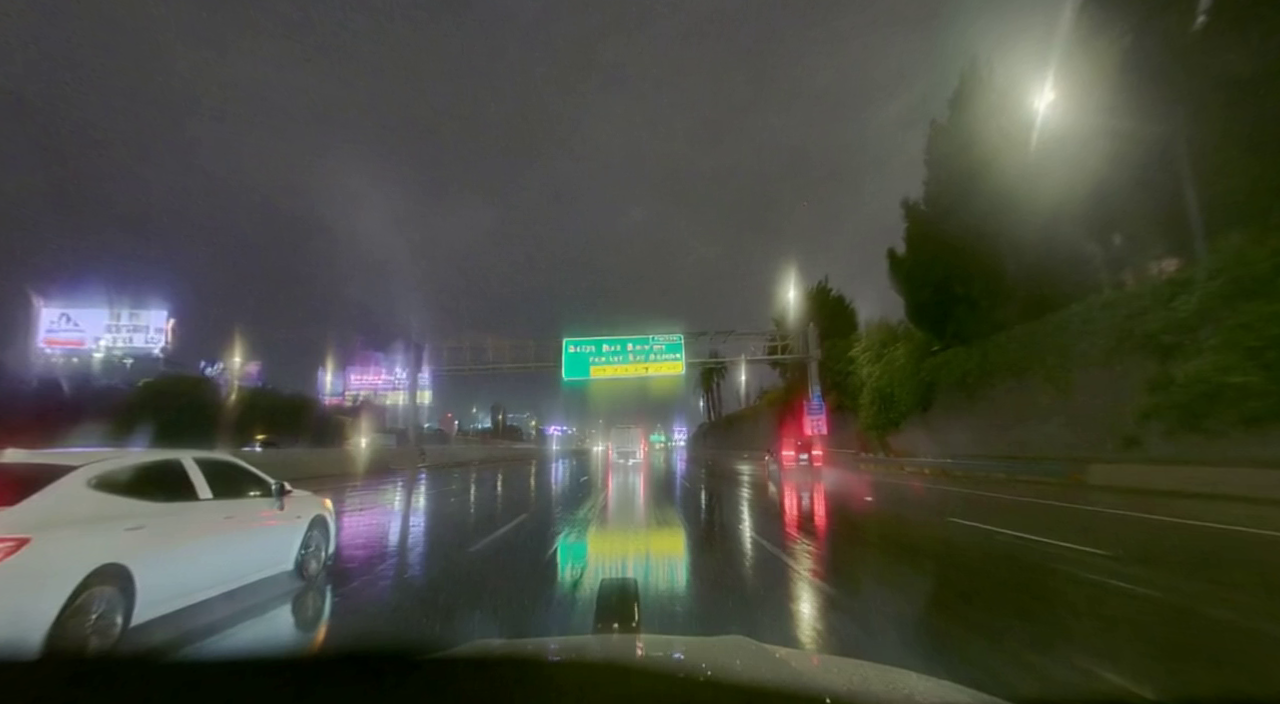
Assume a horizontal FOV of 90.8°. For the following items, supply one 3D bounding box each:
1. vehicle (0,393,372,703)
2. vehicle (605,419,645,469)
[{"bbox_3d":[-4.000,1.235,4.521,2.021,1.598,4.887,0,-8,0],"label":"vehicle"},{"bbox_3d":[-0.997,5.901,40.474,2.364,2.953,6.495,0,-8,-2],"label":"vehicle"}]
